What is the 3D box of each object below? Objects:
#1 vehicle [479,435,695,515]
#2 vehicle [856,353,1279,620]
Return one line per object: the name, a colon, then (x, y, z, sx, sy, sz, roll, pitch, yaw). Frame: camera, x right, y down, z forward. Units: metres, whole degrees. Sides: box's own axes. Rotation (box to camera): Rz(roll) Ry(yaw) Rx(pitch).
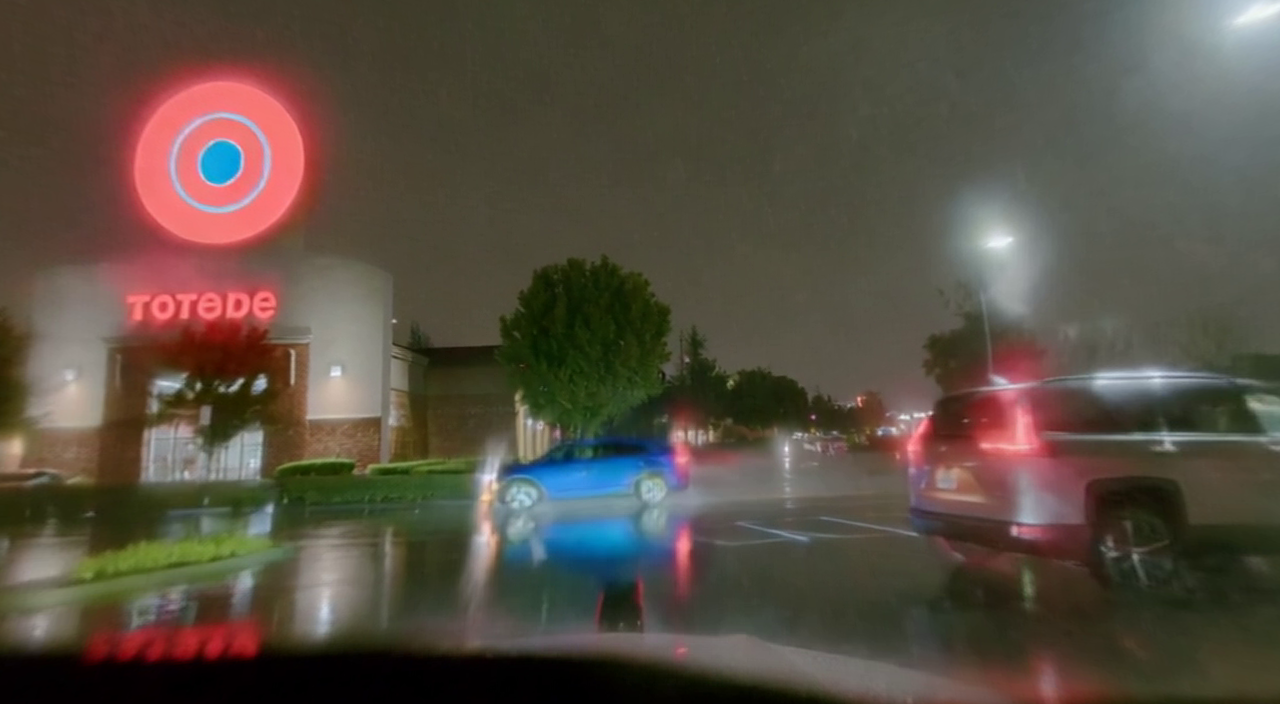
vehicle: (-1.296, 2.981, 15.668, 4.957, 1.788, 2.092, 1, -9, -6)
vehicle: (4.983, 1.168, 6.062, 4.864, 1.916, 2.413, 1, -8, -6)
